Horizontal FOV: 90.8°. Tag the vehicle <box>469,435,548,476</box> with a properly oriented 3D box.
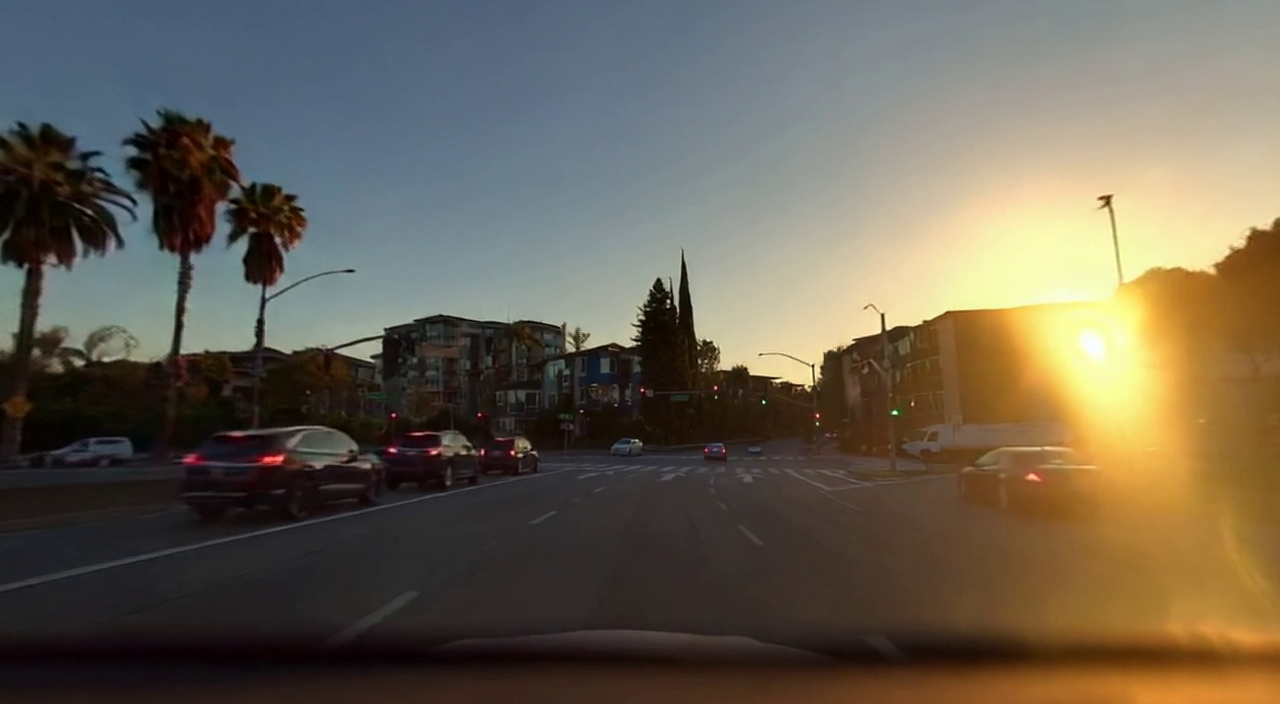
[{"bbox_3d":[-5.819,4.652,28.632,2.010,1.686,4.653,-1,-9,8],"label":"vehicle"}]

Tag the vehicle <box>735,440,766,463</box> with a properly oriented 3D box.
[{"bbox_3d":[8.751,7.858,49.861,2.255,1.708,4.328,-2,-9,10],"label":"vehicle"}]

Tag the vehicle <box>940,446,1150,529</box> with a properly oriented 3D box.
[{"bbox_3d":[8.510,2.833,13.927,2.144,1.473,4.638,-1,-9,9],"label":"vehicle"}]

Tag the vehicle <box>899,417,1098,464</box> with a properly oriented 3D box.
[{"bbox_3d":[27.038,6.826,48.426,12.701,3.428,3.061,-2,-9,10],"label":"vehicle"}]

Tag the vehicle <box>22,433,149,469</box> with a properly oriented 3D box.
[{"bbox_3d":[-31.663,5.644,36.297,5.112,1.780,1.981,2,-8,-30],"label":"vehicle"}]

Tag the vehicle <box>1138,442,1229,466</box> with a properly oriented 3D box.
[{"bbox_3d":[39.460,7.404,45.970,4.479,1.706,2.051,-2,-9,10],"label":"vehicle"}]

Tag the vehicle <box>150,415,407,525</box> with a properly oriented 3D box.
[{"bbox_3d":[-6.680,2.244,12.530,2.072,1.738,4.757,-1,-8,3],"label":"vehicle"}]

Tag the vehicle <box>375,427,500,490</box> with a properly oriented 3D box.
[{"bbox_3d":[-6.388,3.420,20.659,2.188,1.789,4.881,-1,-8,4],"label":"vehicle"}]
